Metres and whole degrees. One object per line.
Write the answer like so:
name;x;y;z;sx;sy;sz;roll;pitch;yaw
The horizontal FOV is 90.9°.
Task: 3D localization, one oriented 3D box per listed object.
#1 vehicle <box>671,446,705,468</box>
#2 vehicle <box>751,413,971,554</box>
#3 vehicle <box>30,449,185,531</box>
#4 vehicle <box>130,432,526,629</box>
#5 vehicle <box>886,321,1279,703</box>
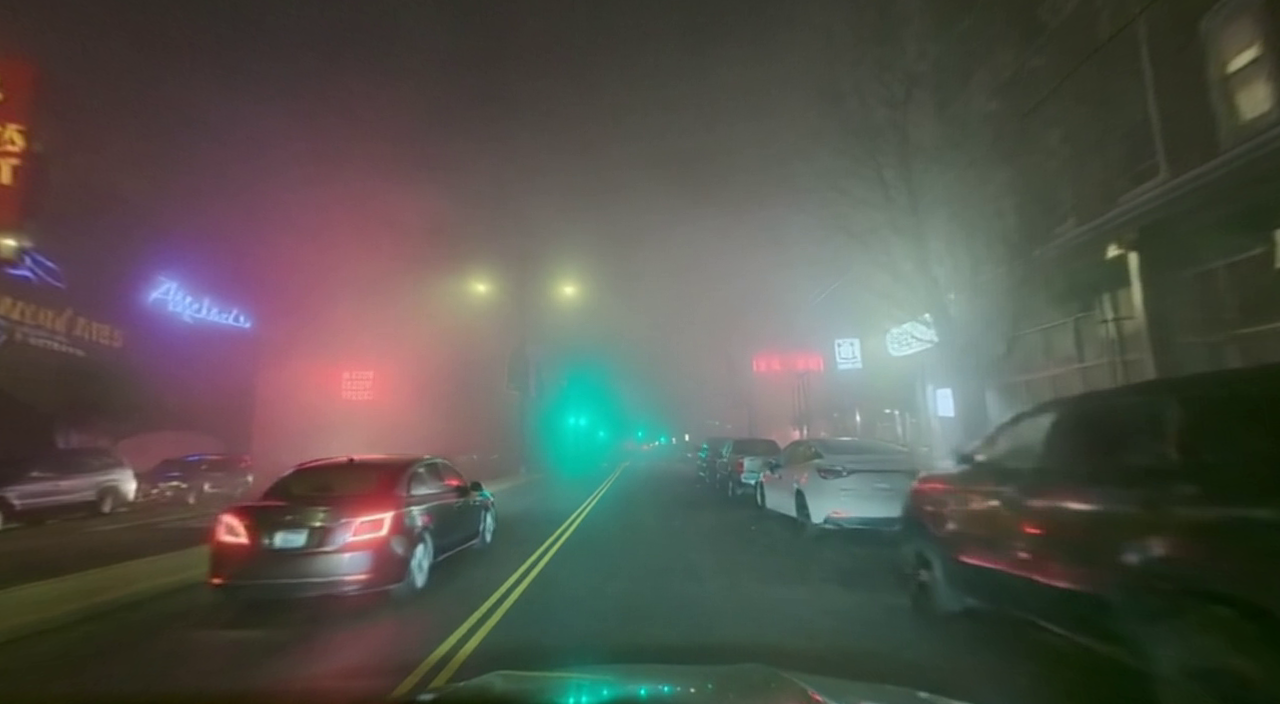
vehicle;3.399;7.515;45.328;1.950;1.462;4.807;0;-8;-1
vehicle;3.239;2.024;10.460;2.086;1.792;4.608;0;-8;2
vehicle;-12.207;2.979;14.328;4.810;1.497;2.066;-8;-12;44
vehicle;-2.730;1.654;6.936;2.030;1.436;4.388;0;-8;1
vehicle;3.299;0.984;3.361;2.158;1.818;4.428;0;-8;0
